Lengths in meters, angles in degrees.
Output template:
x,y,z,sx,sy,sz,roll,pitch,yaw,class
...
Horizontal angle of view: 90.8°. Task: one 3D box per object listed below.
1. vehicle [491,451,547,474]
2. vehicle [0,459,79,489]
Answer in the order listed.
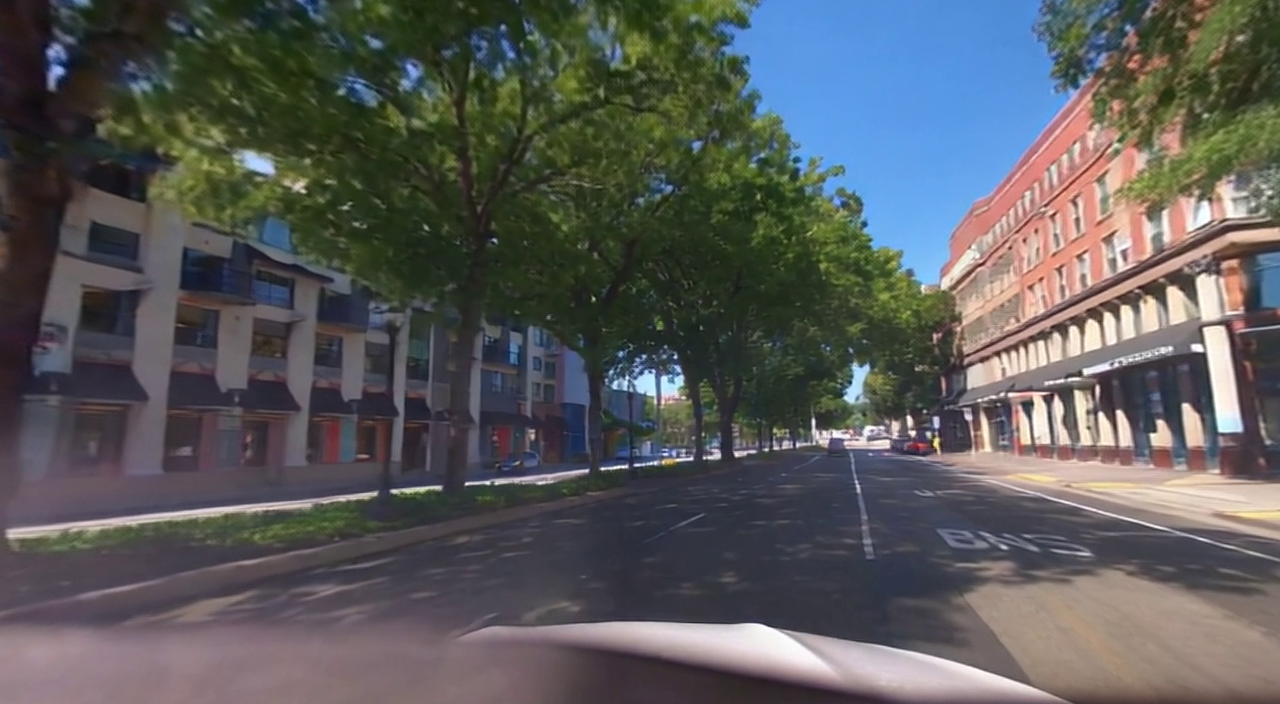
x,y,z,sx,sy,sz,roll,pitch,yaw,class
-8.289,7.599,43.595,1.840,1.440,4.442,-5,-10,19,vehicle
-34.510,6.858,35.441,1.689,1.534,4.158,-7,-12,19,vehicle
